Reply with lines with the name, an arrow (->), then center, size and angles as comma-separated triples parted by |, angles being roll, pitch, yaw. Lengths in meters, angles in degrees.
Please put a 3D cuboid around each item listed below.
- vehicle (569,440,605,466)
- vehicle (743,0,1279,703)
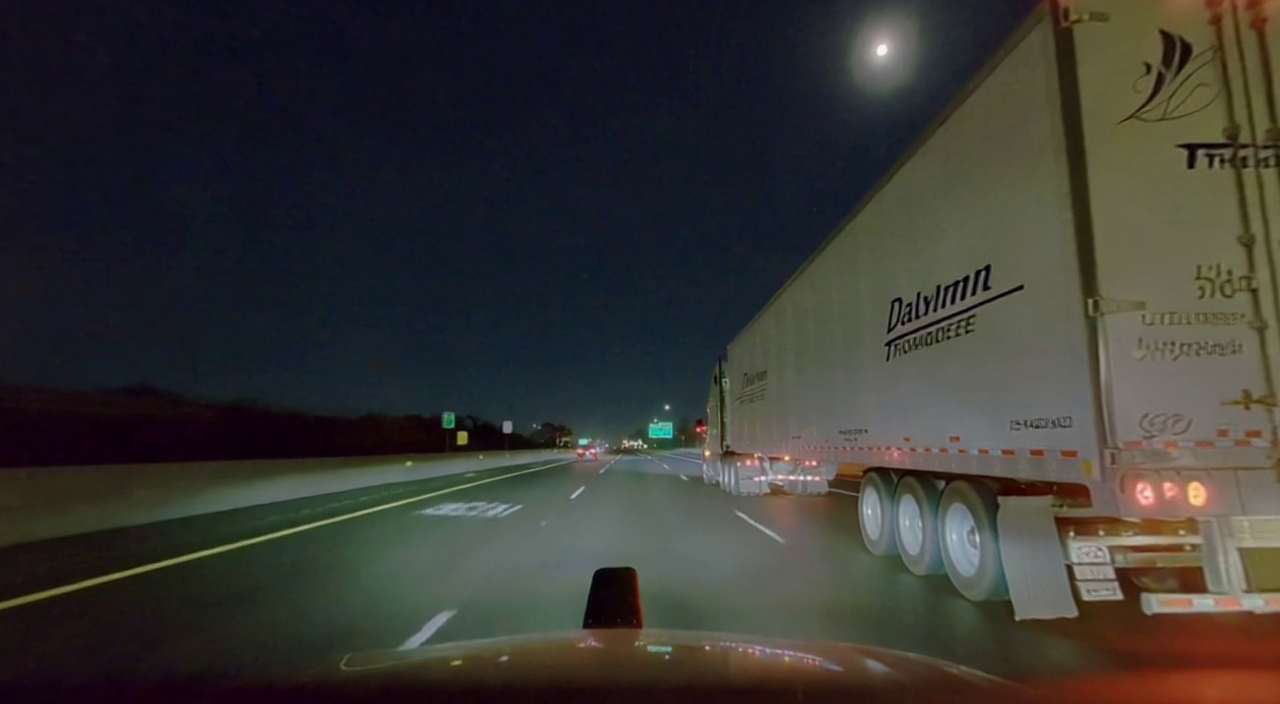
vehicle -> -3.427, 6.638, 41.715 | 2.030, 1.657, 3.926 | 0, -8, 0
vehicle -> 4.031, 0.517, 9.305 | 2.962, 4.132, 12.720 | 0, -8, 0
